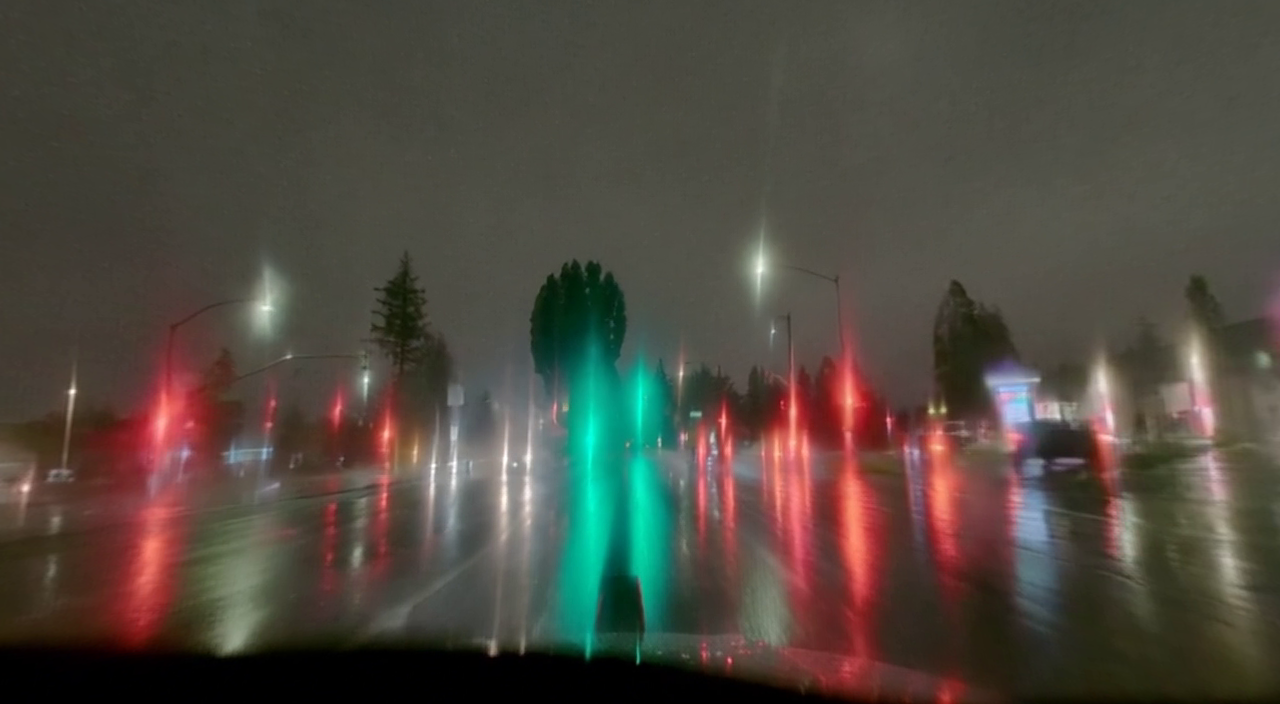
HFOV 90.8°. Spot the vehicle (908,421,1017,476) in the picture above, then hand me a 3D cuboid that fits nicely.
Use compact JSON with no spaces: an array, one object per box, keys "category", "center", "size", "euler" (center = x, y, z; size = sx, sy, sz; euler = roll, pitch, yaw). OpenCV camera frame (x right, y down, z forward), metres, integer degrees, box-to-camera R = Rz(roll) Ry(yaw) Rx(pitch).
[{"category":"vehicle","center":[13.370,3.945,26.049],"size":[5.115,1.997,2.279],"euler":[6,-13,-44]}]

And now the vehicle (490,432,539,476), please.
[{"category":"vehicle","center":[-6.415,5.239,32.795],"size":[2.270,2.068,5.517],"euler":[1,-9,-9]}]

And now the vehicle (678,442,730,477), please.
[{"category":"vehicle","center":[3.025,5.166,30.625],"size":[1.961,1.580,4.020],"euler":[0,-8,-2]}]

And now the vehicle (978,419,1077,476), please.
[{"category":"vehicle","center":[14.798,3.562,24.010],"size":[2.067,1.818,4.779],"euler":[-12,-12,42]}]

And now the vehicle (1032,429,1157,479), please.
[{"category":"vehicle","center":[14.950,3.330,20.786],"size":[3.552,1.484,1.883],"euler":[4,-9,-29]}]
